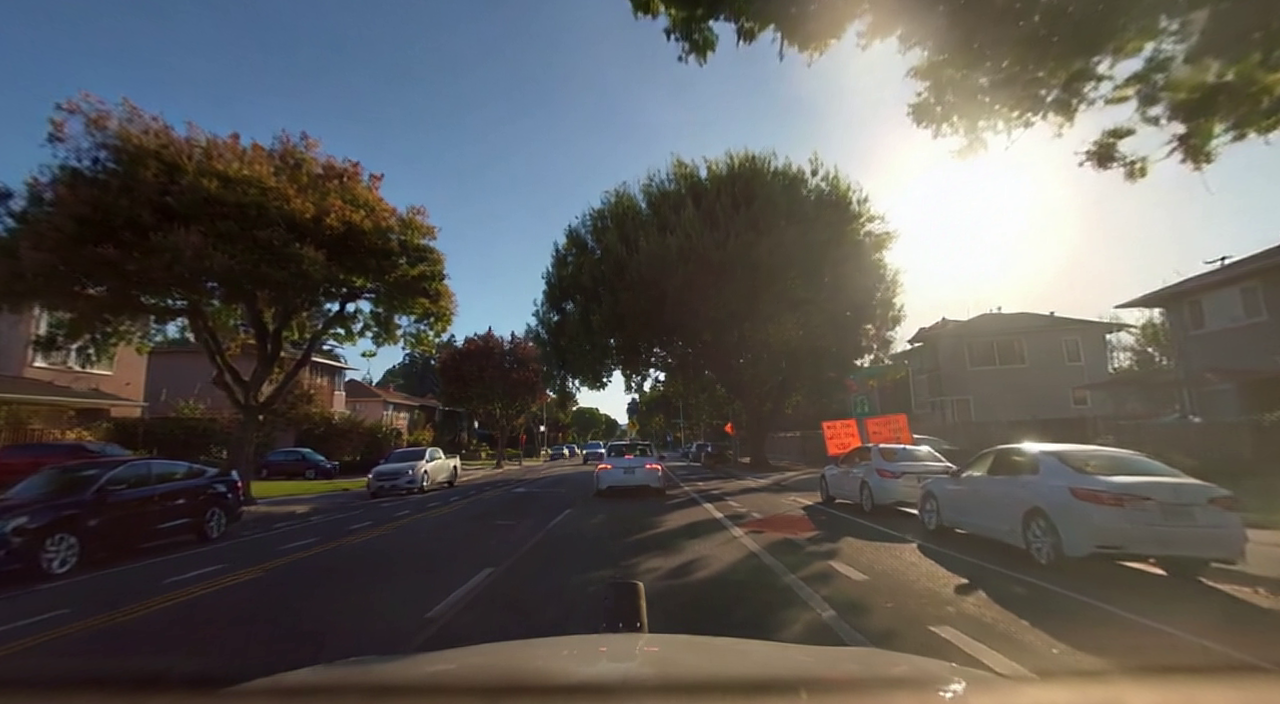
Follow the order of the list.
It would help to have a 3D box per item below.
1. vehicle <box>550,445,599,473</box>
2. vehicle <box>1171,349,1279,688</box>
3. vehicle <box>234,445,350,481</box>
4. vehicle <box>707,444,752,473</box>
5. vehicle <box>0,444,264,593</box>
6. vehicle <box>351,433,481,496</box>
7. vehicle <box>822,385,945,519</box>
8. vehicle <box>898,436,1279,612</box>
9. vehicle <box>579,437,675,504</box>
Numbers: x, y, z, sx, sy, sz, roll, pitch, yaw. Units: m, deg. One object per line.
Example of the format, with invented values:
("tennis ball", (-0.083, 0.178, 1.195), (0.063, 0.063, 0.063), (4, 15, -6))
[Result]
("vehicle", (-3.906, 6.183, 36.669), (1.997, 1.464, 4.925), (2, -9, -15))
("vehicle", (4.857, 0.624, 1.331), (2.279, 1.946, 5.925), (0, -8, 0))
("vehicle", (-16.665, 5.324, 30.307), (4.468, 1.517, 1.796), (-1, -9, -2))
("vehicle", (4.913, 5.877, 35.059), (1.985, 1.481, 4.116), (0, -9, 1))
("vehicle", (-8.009, 2.229, 9.422), (2.036, 1.676, 4.440), (0, -9, -1))
("vehicle", (-8.161, 4.166, 23.812), (2.659, 2.047, 6.014), (0, -9, 0))
("vehicle", (5.252, 2.177, 13.937), (1.409, 2.648, 2.645), (0, -8, -4))
("vehicle", (5.098, 1.810, 7.716), (1.864, 1.480, 4.587), (0, -9, -1))
("vehicle", (-0.260, 2.953, 16.148), (2.151, 1.481, 4.084), (0, -9, 1))
